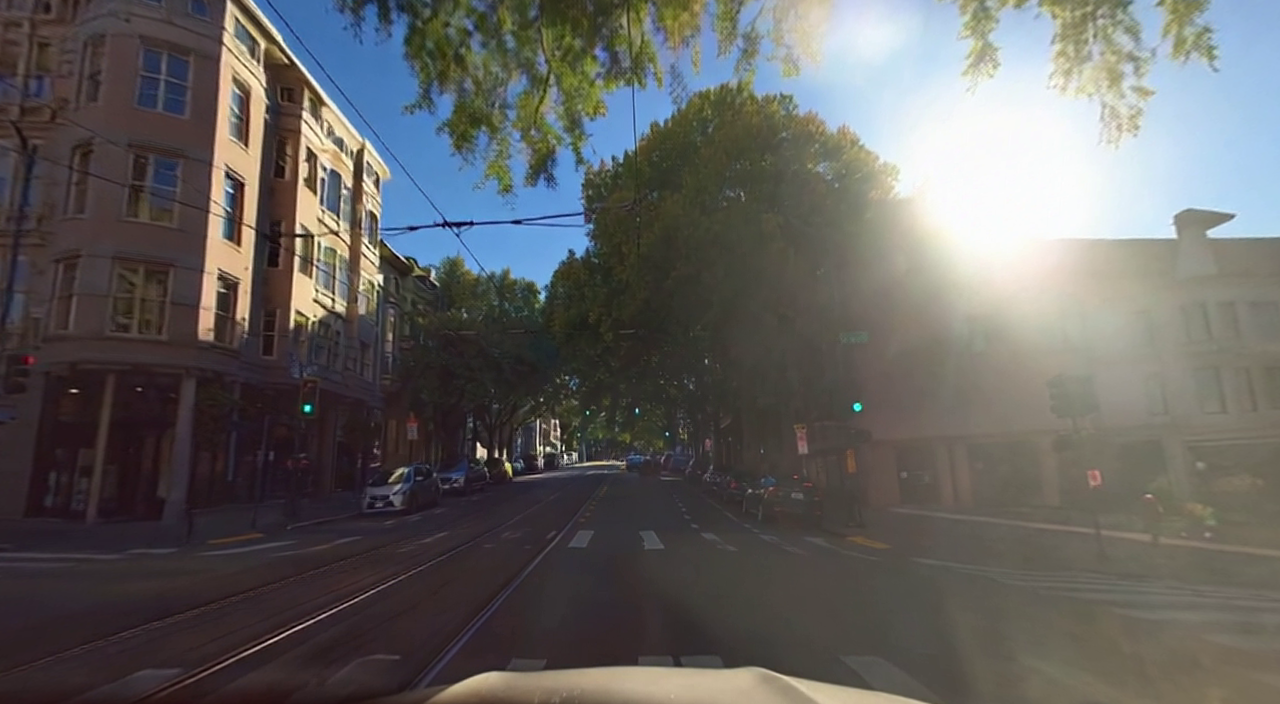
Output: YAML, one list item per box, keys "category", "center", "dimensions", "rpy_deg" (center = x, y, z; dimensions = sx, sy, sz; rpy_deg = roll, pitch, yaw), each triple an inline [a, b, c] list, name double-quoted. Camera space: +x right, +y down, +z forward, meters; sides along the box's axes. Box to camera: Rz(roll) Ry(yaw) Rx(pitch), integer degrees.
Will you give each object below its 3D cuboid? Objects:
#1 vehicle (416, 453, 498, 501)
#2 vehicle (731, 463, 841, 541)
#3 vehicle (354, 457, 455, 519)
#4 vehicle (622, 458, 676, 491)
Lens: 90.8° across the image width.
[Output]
- category: "vehicle"
  center: [-7.420, 5.223, 26.117]
  dimensions: [1.861, 1.751, 4.550]
  rpy_deg: [1, -13, 2]
- category: "vehicle"
  center: [3.844, 4.019, 17.482]
  dimensions: [1.929, 1.723, 4.134]
  rpy_deg: [0, -8, -2]
- category: "vehicle"
  center: [-7.421, 4.463, 20.335]
  dimensions: [1.779, 1.588, 3.953]
  rpy_deg: [2, -17, -2]
- category: "vehicle"
  center: [0.410, 6.427, 33.444]
  dimensions: [1.984, 1.571, 3.404]
  rpy_deg: [2, -9, -15]
